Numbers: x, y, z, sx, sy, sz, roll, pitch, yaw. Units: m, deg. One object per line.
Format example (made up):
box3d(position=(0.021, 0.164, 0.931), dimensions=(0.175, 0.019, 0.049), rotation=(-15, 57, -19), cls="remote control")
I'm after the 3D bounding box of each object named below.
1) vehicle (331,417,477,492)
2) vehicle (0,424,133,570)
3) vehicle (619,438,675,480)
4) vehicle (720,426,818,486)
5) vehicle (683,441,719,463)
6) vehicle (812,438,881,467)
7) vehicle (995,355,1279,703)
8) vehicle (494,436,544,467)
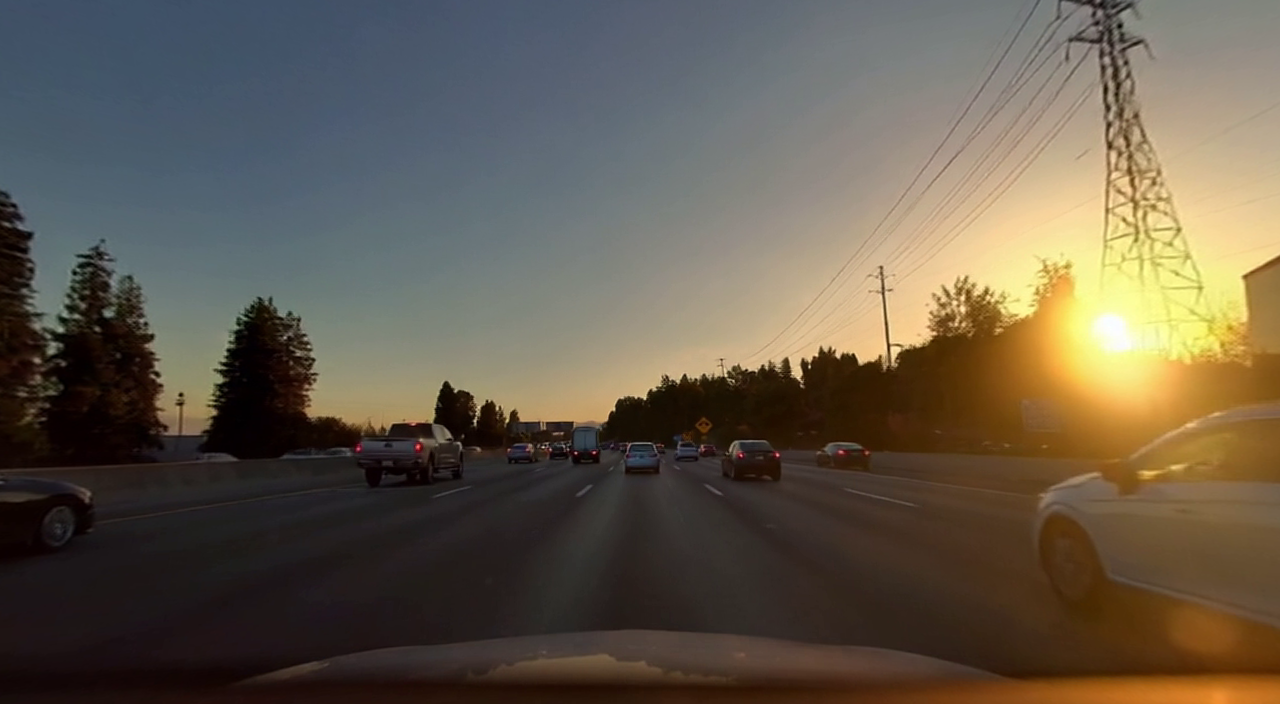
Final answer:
box3d(position=(-6.958, 3.135, 19.522), dimensions=(2.269, 1.936, 5.777), rotation=(0, -9, 0), cls="vehicle")
box3d(position=(-7.533, 1.405, 5.915), dimensions=(1.911, 1.479, 4.312), rotation=(0, -9, 1), cls="vehicle")
box3d(position=(0.245, 4.076, 24.244), dimensions=(1.966, 1.444, 3.986), rotation=(0, -9, 0), cls="vehicle")
box3d(position=(4.132, 3.433, 21.101), dimensions=(2.195, 1.778, 4.455), rotation=(0, -9, -2), cls="vehicle")
box3d(position=(3.993, 6.617, 41.831), dimensions=(1.895, 1.429, 3.908), rotation=(0, -9, -1), cls="vehicle")
box3d(position=(11.411, 5.600, 35.268), dimensions=(2.117, 1.491, 4.830), rotation=(0, -9, -1), cls="vehicle")
box3d(position=(3.948, 0.880, 3.001), dimensions=(2.002, 1.691, 4.290), rotation=(0, -9, 0), cls="vehicle")
box3d(position=(-6.950, 5.772, 36.799), dimensions=(1.978, 1.680, 4.263), rotation=(0, -9, 1), cls="vehicle")
